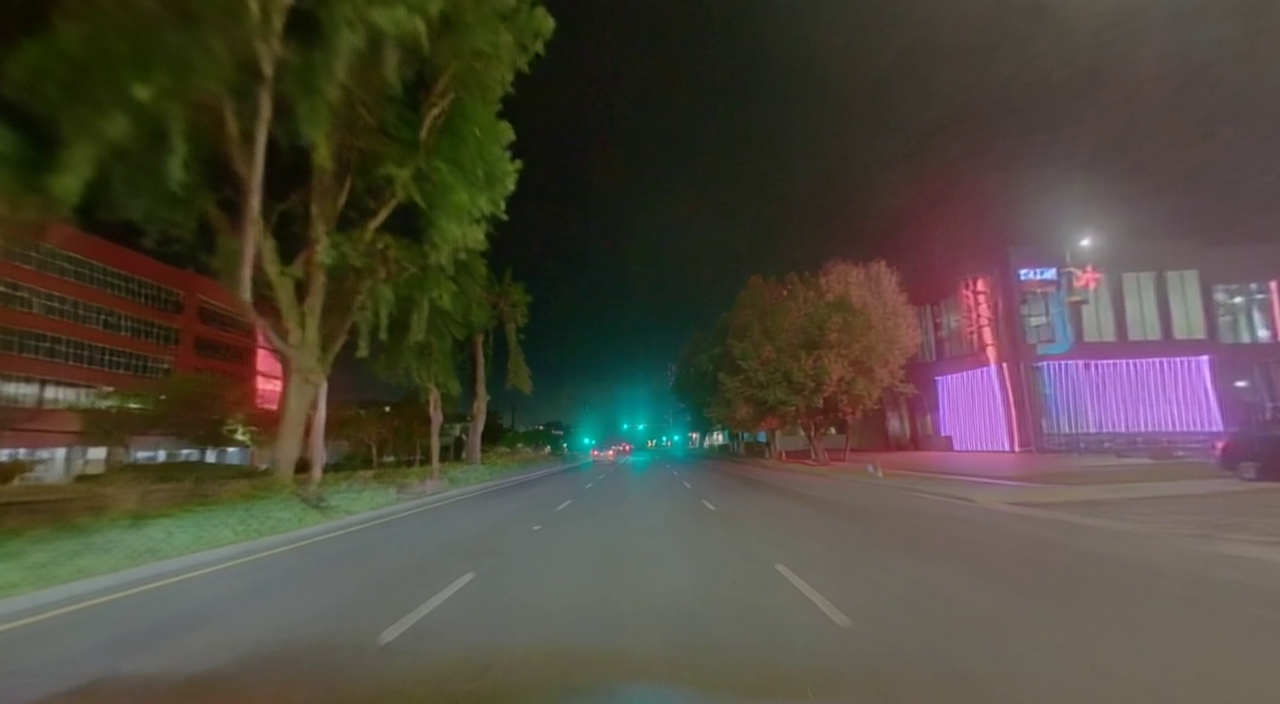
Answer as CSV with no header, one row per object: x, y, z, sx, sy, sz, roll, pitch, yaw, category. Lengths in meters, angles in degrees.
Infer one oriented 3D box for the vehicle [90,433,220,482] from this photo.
-29.590,6.420,38.606,5.890,2.815,2.228,0,-8,-2,vehicle

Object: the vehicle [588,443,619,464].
-2.774,7.814,48.685,2.082,1.460,4.442,0,-8,1,vehicle
